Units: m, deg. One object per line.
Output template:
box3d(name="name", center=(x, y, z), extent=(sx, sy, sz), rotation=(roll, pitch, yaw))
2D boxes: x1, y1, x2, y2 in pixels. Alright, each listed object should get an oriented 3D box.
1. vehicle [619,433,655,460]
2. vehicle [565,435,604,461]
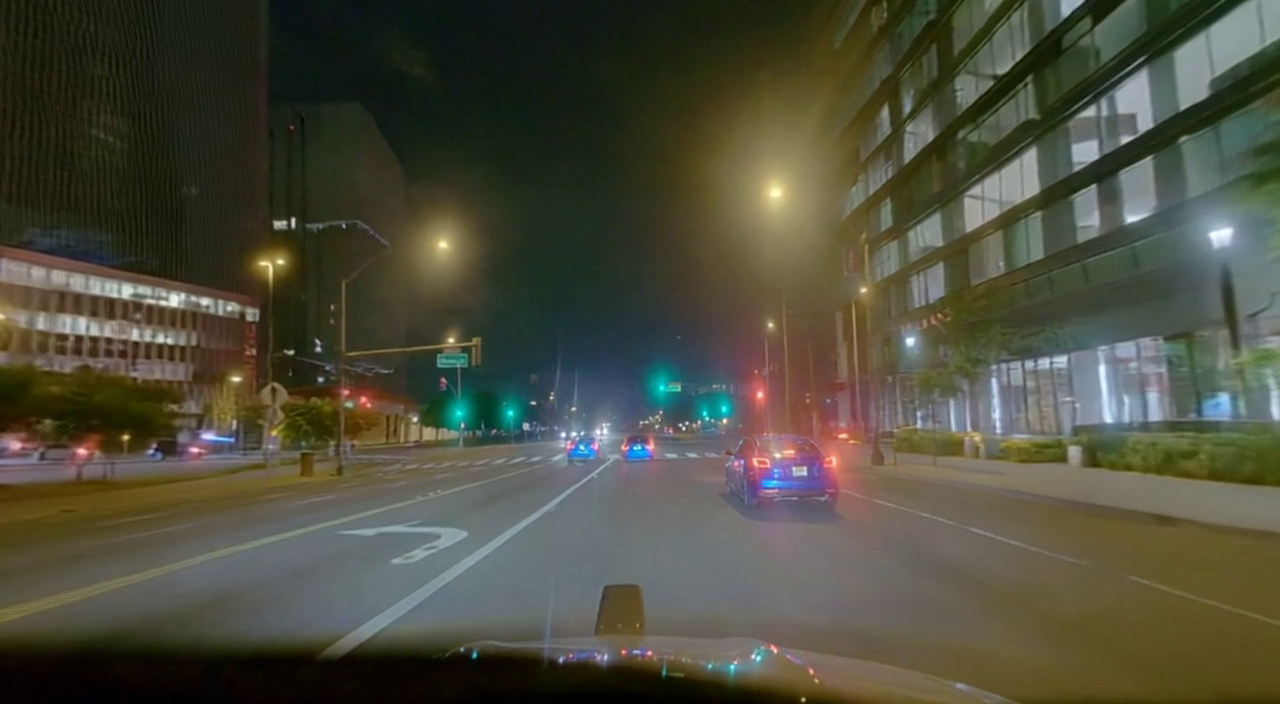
box3d(name="vehicle", center=(-0.169, 5.653, 37.880), extent=(2.016, 1.478, 3.795), rotation=(0, -8, 0))
box3d(name="vehicle", center=(-3.374, 5.890, 38.922), extent=(1.995, 1.479, 4.627), rotation=(0, -8, 0))
